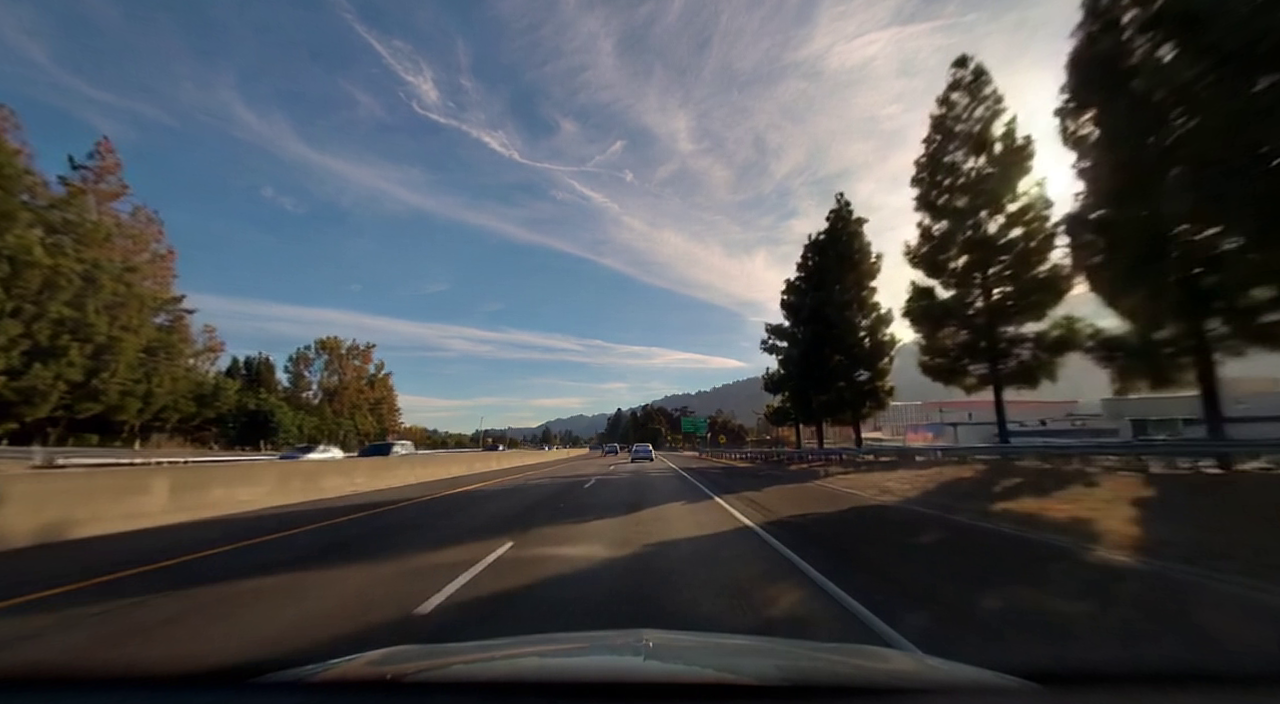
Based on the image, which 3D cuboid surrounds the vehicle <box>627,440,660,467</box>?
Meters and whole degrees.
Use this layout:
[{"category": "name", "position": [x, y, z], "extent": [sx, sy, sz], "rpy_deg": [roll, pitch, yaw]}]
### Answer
[{"category": "vehicle", "position": [0.201, 6.576, 40.980], "extent": [2.029, 1.666, 4.064], "rpy_deg": [0, -8, -1]}]

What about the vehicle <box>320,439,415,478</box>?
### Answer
[{"category": "vehicle", "position": [-13.574, 5.317, 31.771], "extent": [2.227, 1.784, 5.689], "rpy_deg": [0, -8, 0]}]

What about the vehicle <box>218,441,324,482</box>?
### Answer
[{"category": "vehicle", "position": [-18.046, 5.340, 31.020], "extent": [2.208, 1.872, 4.899], "rpy_deg": [0, -8, 1]}]
